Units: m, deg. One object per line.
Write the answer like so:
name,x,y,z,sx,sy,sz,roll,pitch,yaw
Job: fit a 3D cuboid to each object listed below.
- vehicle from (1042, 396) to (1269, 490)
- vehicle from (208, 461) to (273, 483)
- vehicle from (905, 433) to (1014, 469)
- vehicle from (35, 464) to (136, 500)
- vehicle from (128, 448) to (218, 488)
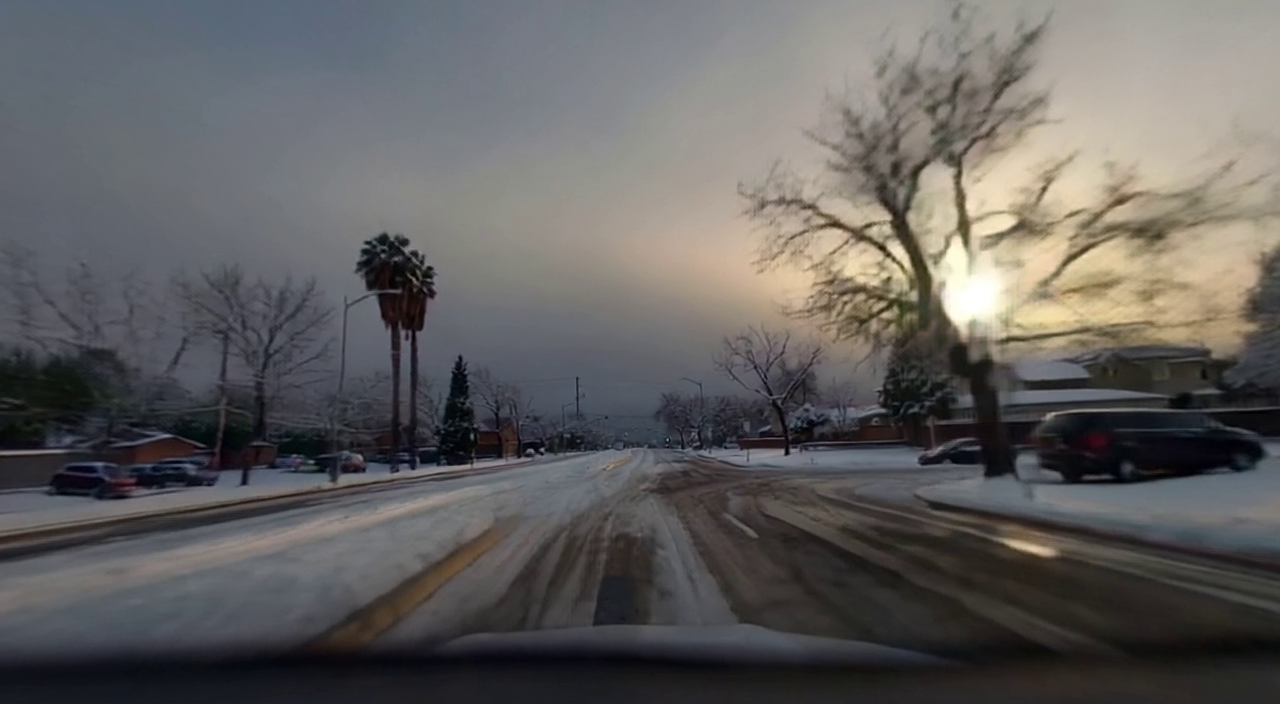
vehicle,12.771,2.261,15.682,4.963,2.031,2.132,4,-9,-23
vehicle,-30.628,9.146,48.432,4.858,1.473,2.034,-5,-9,29
vehicle,16.214,5.026,32.235,4.296,1.701,2.255,0,-8,-1
vehicle,-26.083,6.044,29.706,4.452,1.466,1.910,-4,-10,27
vehicle,-26.356,6.466,35.640,4.714,1.999,2.272,-5,-8,30
